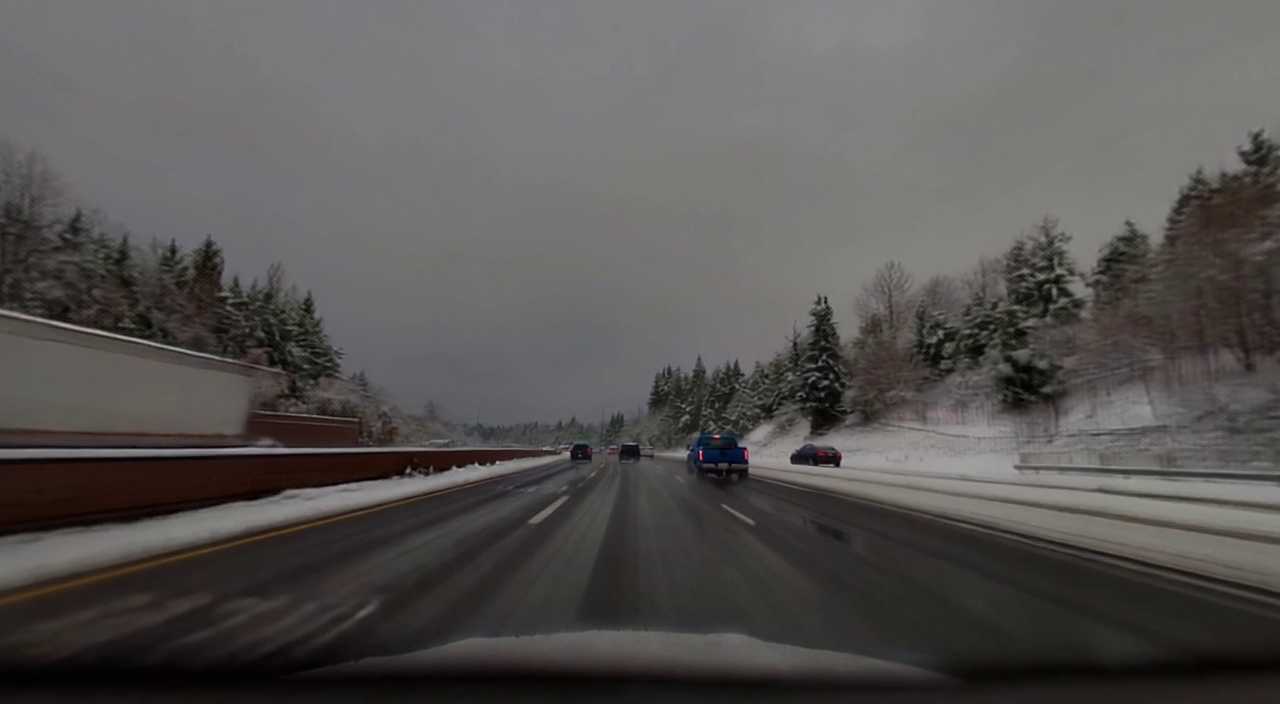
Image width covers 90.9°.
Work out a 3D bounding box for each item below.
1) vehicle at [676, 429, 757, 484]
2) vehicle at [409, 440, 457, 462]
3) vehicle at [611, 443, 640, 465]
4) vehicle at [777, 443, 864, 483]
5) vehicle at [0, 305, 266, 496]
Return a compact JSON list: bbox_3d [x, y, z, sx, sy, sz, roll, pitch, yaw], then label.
[{"bbox_3d":[2.922,4.167,25.479,2.374,1.952,5.431,0,-8,-2],"label":"vehicle"},{"bbox_3d":[-14.751,7.069,45.275,2.044,1.488,4.527,0,-8,-2],"label":"vehicle"},{"bbox_3d":[-1.161,7.870,48.784,2.050,1.607,3.821,0,-8,-3],"label":"vehicle"},{"bbox_3d":[7.333,4.548,26.242,1.976,1.485,4.925,0,-8,-3],"label":"vehicle"},{"bbox_3d":[-13.892,1.152,13.525,3.332,3.597,13.916,0,-8,0],"label":"vehicle"}]
